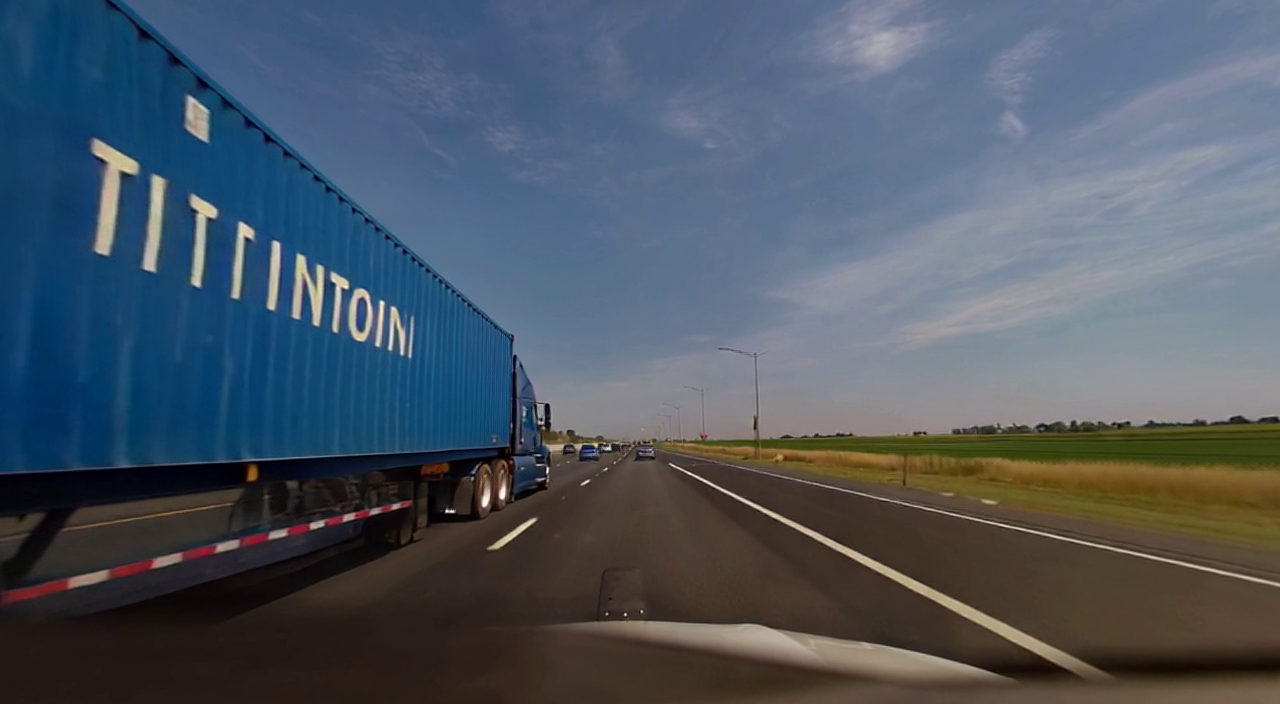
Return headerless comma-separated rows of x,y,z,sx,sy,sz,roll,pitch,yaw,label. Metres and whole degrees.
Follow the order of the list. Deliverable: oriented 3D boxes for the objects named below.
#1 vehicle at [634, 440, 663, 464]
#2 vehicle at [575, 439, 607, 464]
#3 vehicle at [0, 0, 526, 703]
0.603,7.502,47.494,2.136,1.718,4.157,0,-8,0,vehicle
-3.677,7.552,47.926,1.995,1.745,4.187,0,-8,1,vehicle
-3.942,0.242,6.282,2.840,4.032,13.388,-1,-8,1,vehicle
